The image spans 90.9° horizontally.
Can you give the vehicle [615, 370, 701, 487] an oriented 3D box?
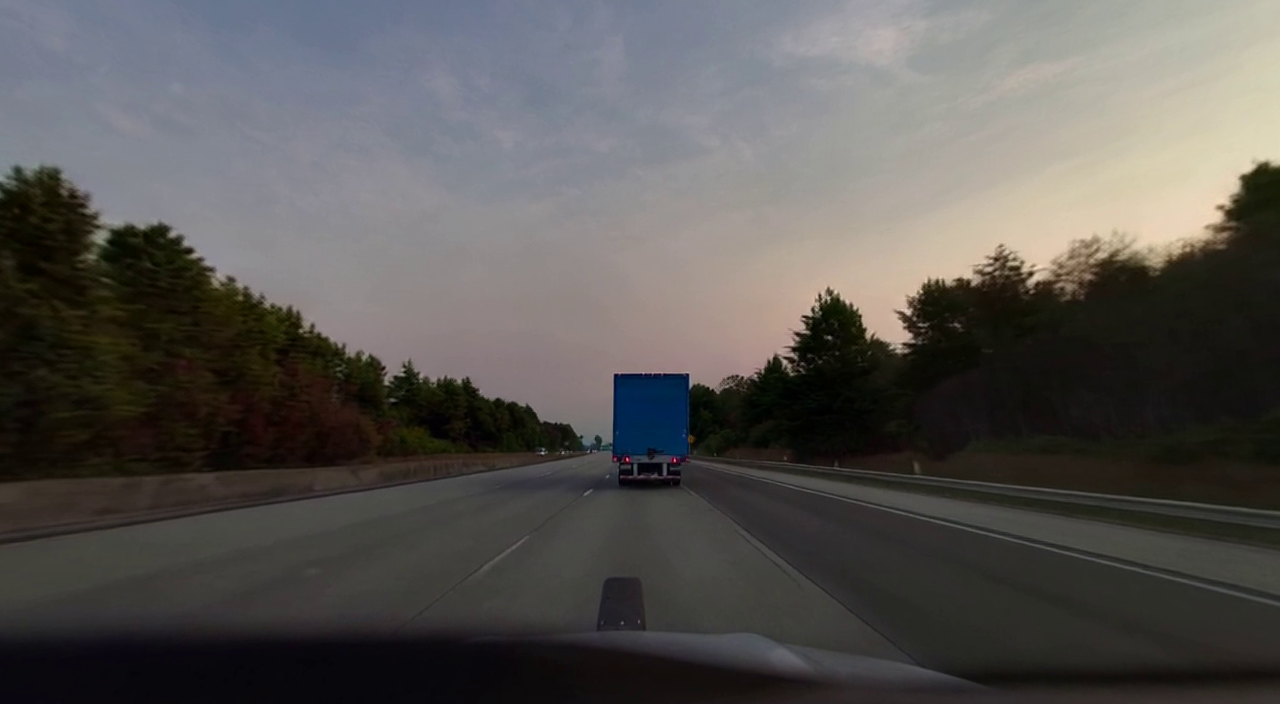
[{"bbox_3d":[0.543,3.386,26.611,2.898,3.973,10.063,0,-9,-1],"label":"vehicle"}]
